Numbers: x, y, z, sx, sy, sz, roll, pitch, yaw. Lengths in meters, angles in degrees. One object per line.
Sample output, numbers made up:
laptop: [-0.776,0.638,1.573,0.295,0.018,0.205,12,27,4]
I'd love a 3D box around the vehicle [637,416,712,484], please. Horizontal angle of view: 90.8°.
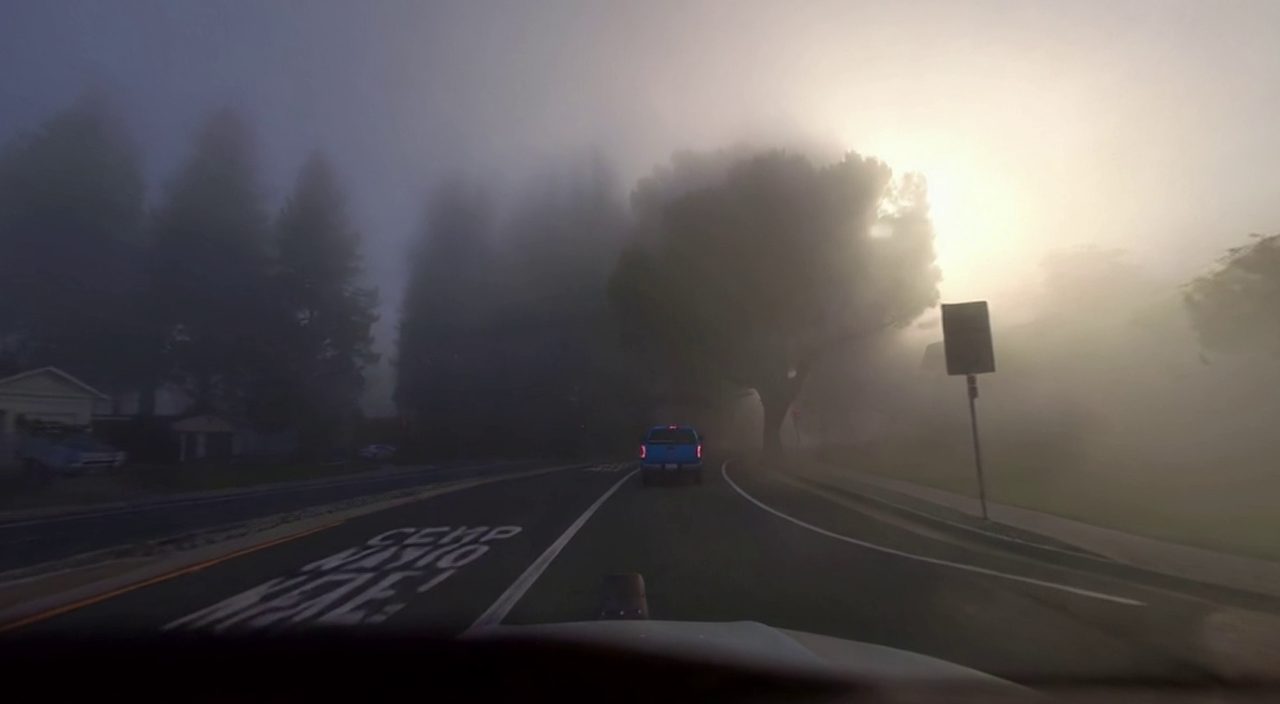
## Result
vehicle: [1.182,3.146,20.557,2.153,1.942,4.767,-1,-8,5]

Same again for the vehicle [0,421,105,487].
vehicle: [-21.336,3.426,20.778,5.208,1.960,2.385,-3,-8,-3]

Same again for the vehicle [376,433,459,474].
vehicle: [-11.405,5.199,32.768,2.053,1.822,4.852,-2,-6,7]
